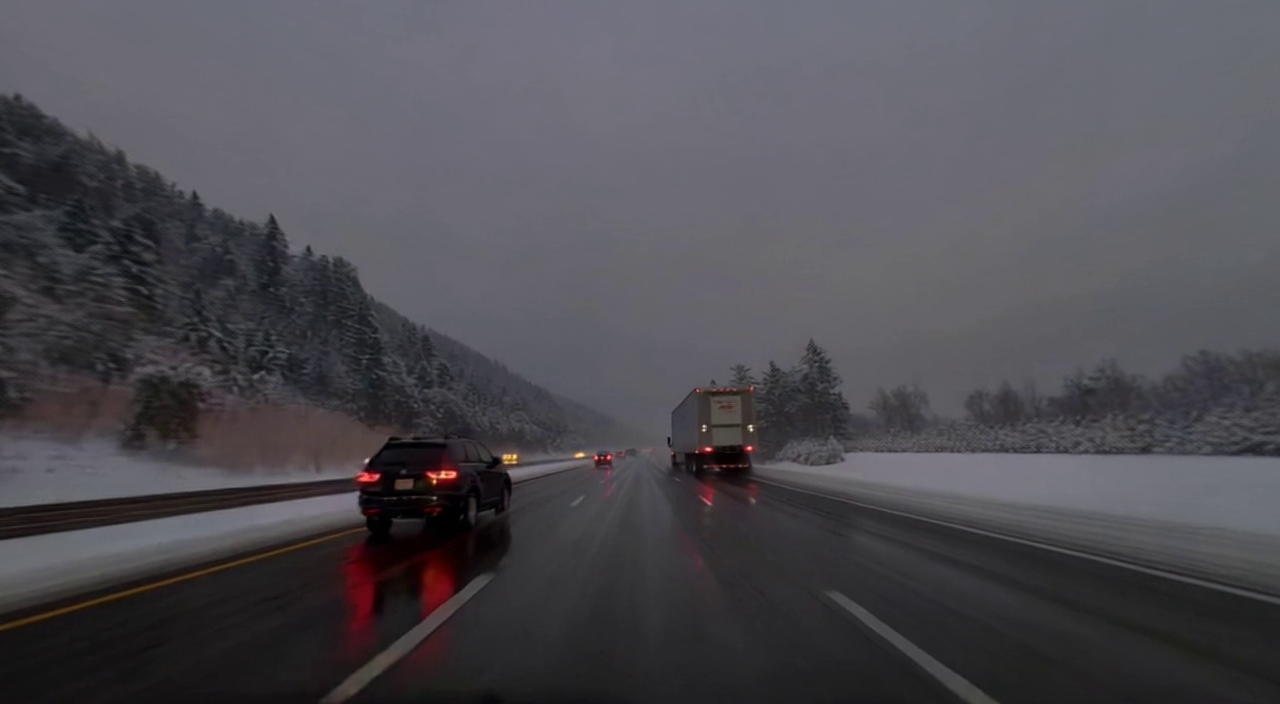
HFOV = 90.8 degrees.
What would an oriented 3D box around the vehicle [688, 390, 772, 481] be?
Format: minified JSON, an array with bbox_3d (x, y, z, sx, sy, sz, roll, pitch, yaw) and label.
[{"bbox_3d":[4.056,4.000,29.983,3.016,3.891,5.767,0,-9,-1],"label":"vehicle"}]

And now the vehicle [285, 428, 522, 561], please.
[{"bbox_3d":[-3.169,1.999,9.499,1.944,1.548,4.051,0,-9,1],"label":"vehicle"}]
